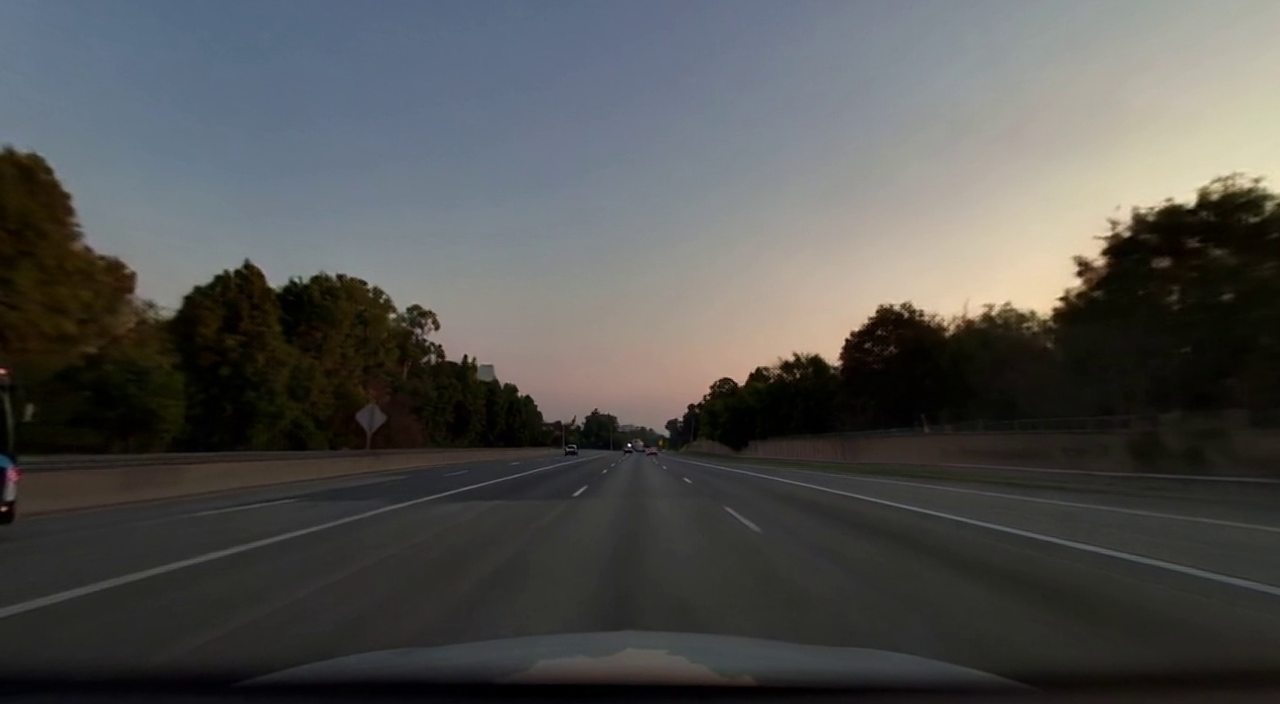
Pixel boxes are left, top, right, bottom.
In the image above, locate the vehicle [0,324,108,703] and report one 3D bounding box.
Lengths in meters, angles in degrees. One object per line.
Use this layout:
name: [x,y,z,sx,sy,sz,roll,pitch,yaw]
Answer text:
vehicle: [-4.349,0.559,1.141,2.127,1.985,5.205,0,-8,1]
